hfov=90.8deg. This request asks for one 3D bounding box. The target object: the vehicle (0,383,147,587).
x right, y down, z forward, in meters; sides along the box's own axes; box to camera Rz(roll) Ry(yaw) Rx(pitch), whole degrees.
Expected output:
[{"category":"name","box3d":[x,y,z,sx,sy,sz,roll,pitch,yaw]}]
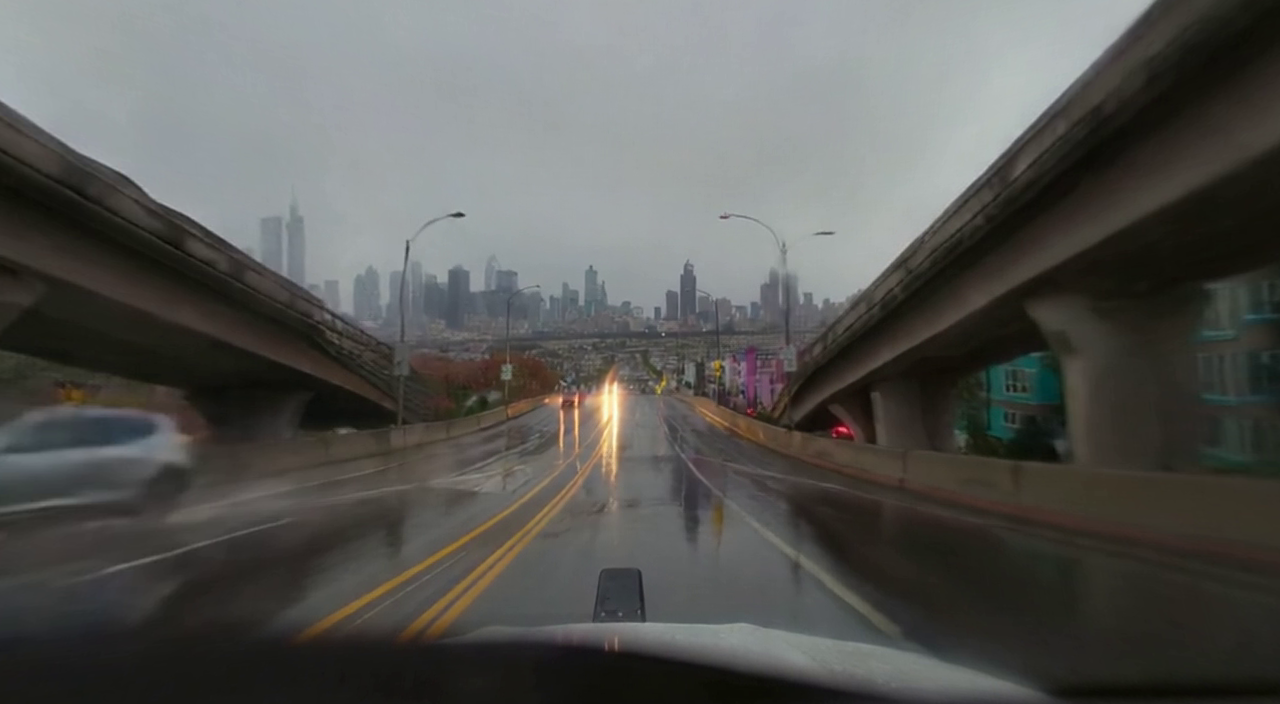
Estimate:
[{"category":"vehicle","box3d":[-6.668,1.072,4.891,2.175,1.771,4.352,0,-8,-1]}]

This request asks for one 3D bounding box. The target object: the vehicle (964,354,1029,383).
[{"category":"vehicle","box3d":[26.851,1.247,47.666,3.698,1.510,1.672,-5,-14,-2]}]

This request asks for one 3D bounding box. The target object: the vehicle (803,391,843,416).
[{"category":"vehicle","box3d":[13.751,3.916,47.637,1.779,1.489,3.734,2,-9,-2]}]

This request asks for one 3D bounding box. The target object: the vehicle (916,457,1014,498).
[{"category":"vehicle","box3d":[13.854,5.338,27.213,1.809,1.497,3.837,-1,-9,-6]}]
